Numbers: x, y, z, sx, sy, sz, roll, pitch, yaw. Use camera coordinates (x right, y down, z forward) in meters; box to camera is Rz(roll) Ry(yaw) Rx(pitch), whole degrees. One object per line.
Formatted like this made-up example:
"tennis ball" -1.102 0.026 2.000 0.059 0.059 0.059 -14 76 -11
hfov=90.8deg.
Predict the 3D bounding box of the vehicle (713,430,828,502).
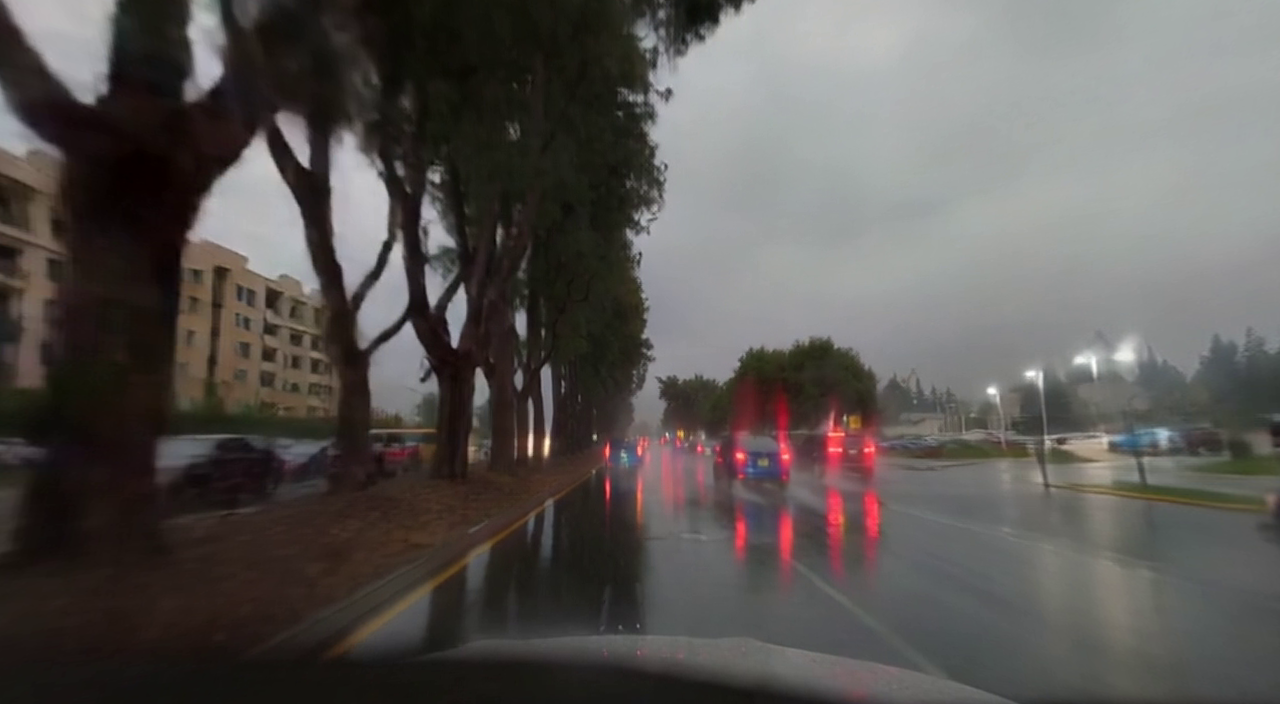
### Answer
"vehicle" 2.982 2.703 15.296 1.852 1.498 3.825 0 -8 -2

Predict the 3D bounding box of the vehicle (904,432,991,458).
"vehicle" 20.528 6.240 42.286 4.697 1.691 2.106 0 -9 -1

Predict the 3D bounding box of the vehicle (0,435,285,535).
"vehicle" -9.041 2.334 11.807 2.148 1.473 4.709 0 -8 -2

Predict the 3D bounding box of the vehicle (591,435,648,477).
"vehicle" -0.725 3.931 24.069 1.994 1.479 3.647 0 -8 -1

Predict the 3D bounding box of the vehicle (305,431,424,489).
"vehicle" -9.035 3.552 21.192 2.019 1.668 4.433 -1 -8 -1

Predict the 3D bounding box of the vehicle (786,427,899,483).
"vehicle" 7.195 3.742 23.202 2.224 1.772 5.325 0 -9 -2

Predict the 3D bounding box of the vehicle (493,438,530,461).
"vehicle" -9.510 7.232 47.085 1.953 1.612 4.204 0 -9 0
